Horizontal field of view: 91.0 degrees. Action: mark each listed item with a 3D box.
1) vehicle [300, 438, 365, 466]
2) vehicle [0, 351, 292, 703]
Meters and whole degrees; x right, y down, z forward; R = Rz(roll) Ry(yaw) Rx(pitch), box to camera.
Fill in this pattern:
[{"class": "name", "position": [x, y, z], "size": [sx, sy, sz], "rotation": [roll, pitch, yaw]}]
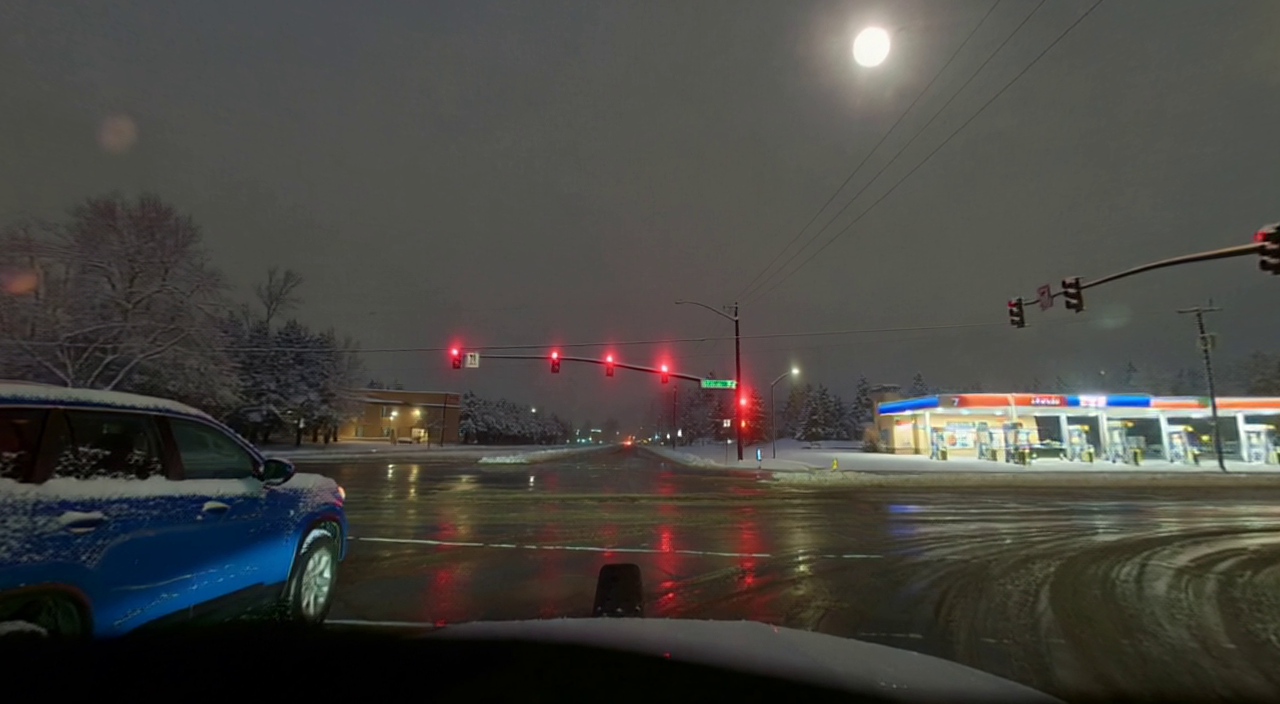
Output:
[{"class": "vehicle", "position": [-20.488, 6.686, 42.157], "size": [2.004, 1.699, 4.486], "rotation": [0, -9, 1]}, {"class": "vehicle", "position": [-3.431, 0.802, 2.047], "size": [2.053, 1.690, 4.364], "rotation": [0, -9, 0]}]
